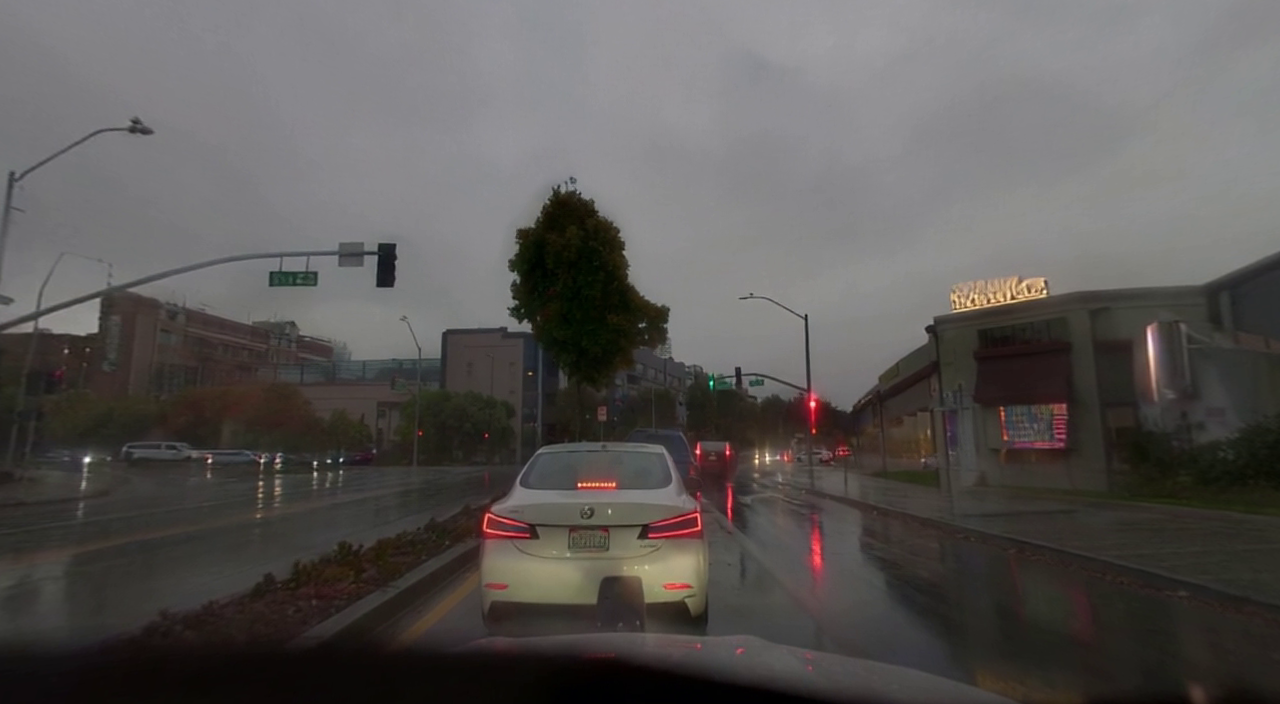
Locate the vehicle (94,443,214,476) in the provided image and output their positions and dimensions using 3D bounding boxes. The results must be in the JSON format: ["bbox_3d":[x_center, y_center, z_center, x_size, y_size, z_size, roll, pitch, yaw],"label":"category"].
[{"bbox_3d":[-27.356,6.075,35.770,4.877,1.754,1.978,2,-9,-12],"label":"vehicle"}]

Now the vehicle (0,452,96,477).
[{"bbox_3d":[-35.676,6.733,37.835,4.199,1.432,1.727,2,-9,-12],"label":"vehicle"}]

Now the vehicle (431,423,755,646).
[{"bbox_3d":[-0.331,1.551,6.449,2.173,1.479,4.264,0,-9,0],"label":"vehicle"}]

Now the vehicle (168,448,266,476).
[{"bbox_3d":[-26.508,6.891,39.753,4.575,1.718,2.008,2,-9,-12],"label":"vehicle"}]

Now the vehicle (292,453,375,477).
[{"bbox_3d":[-19.959,7.364,41.368,4.548,1.449,1.802,2,-9,-13],"label":"vehicle"}]
